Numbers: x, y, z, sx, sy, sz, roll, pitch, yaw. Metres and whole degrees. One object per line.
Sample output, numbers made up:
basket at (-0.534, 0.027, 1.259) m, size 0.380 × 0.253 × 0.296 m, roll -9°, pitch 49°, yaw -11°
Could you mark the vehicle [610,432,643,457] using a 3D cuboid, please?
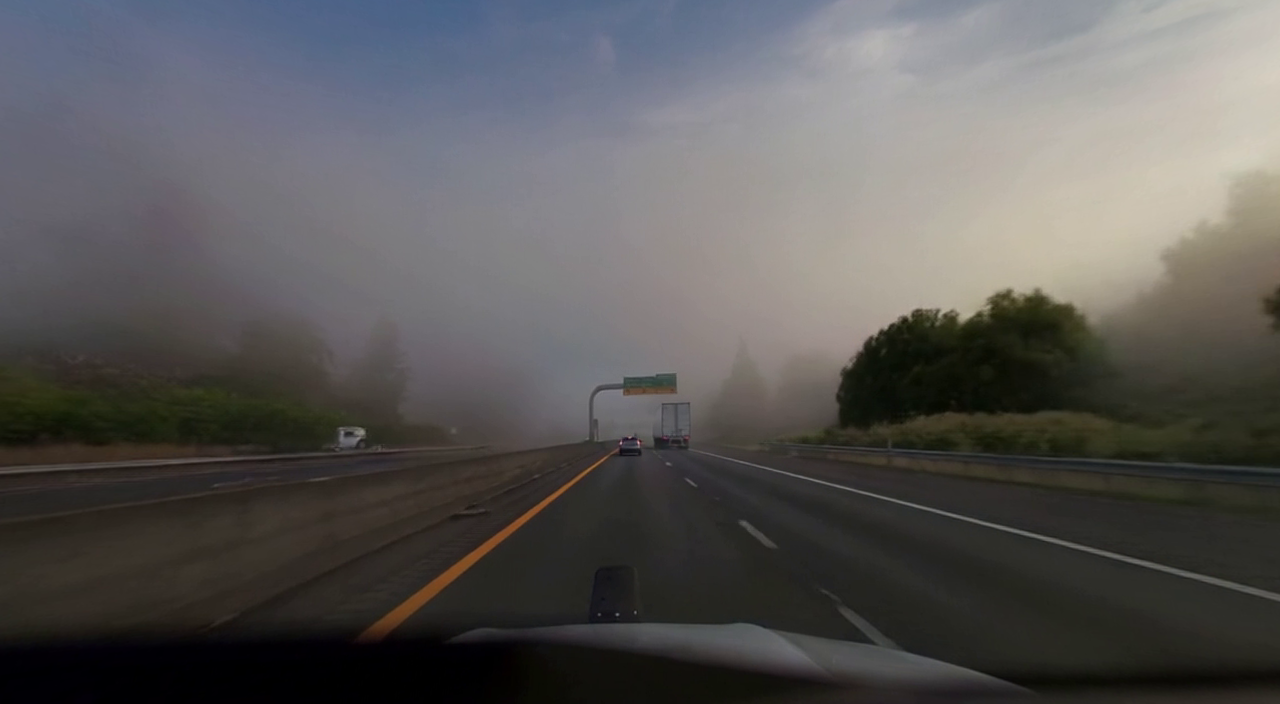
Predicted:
vehicle at (-0.856, 6.184, 42.239) m, size 2.095 × 1.557 × 3.963 m, roll 0°, pitch -8°, yaw 0°
